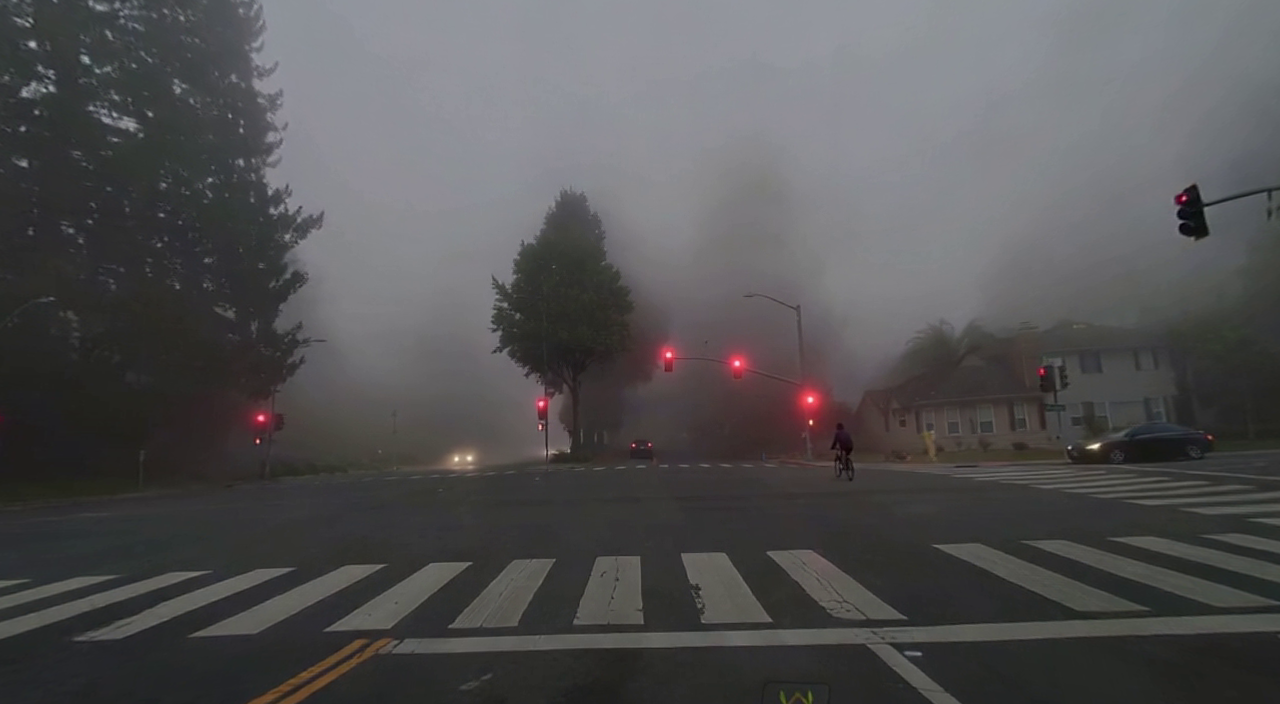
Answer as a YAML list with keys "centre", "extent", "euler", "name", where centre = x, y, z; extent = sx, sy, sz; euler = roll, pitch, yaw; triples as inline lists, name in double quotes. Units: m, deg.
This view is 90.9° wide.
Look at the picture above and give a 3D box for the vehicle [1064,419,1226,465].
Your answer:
- centre: [17.310, 3.106, 21.759]
  extent: [3.969, 1.493, 1.823]
  euler: [0, -9, 1]
  name: "vehicle"
